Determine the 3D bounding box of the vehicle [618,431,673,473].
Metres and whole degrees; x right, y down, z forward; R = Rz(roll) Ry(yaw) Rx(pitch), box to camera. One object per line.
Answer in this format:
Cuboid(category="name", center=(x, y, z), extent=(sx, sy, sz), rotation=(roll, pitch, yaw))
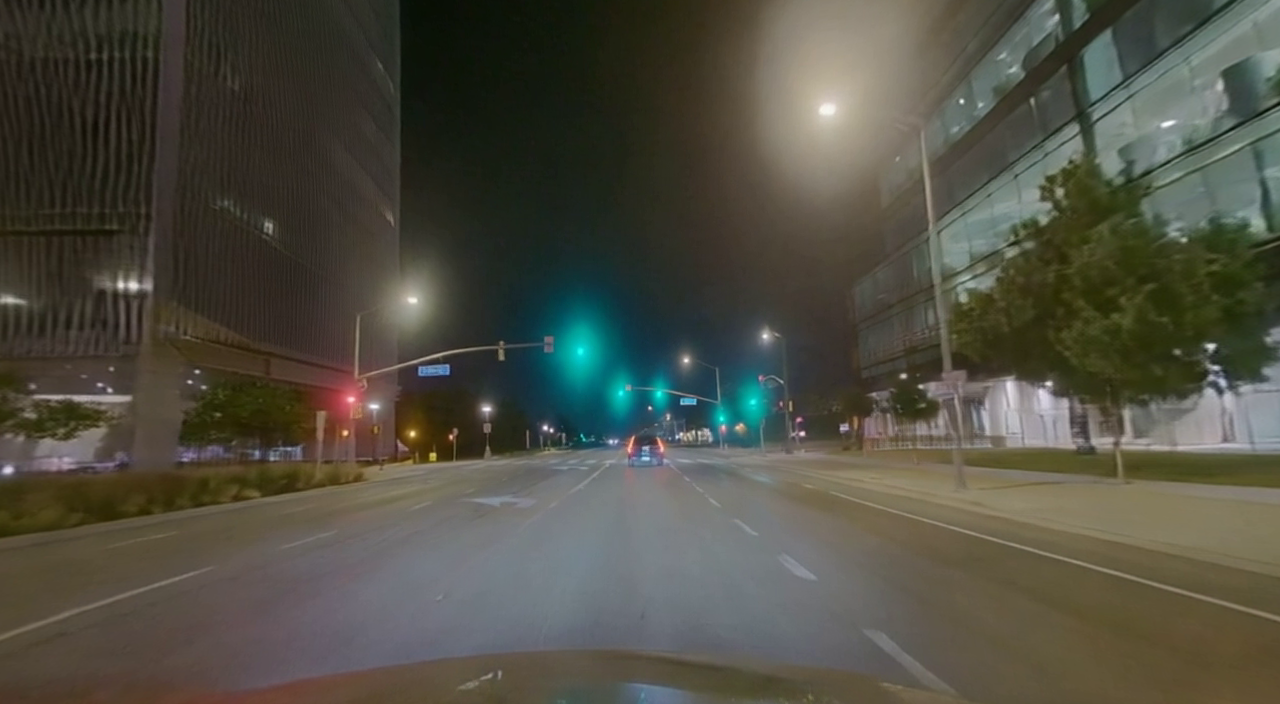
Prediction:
Cuboid(category="vehicle", center=(0.200, 4.220, 26.854), extent=(2.184, 1.640, 4.086), rotation=(0, -8, -1))
